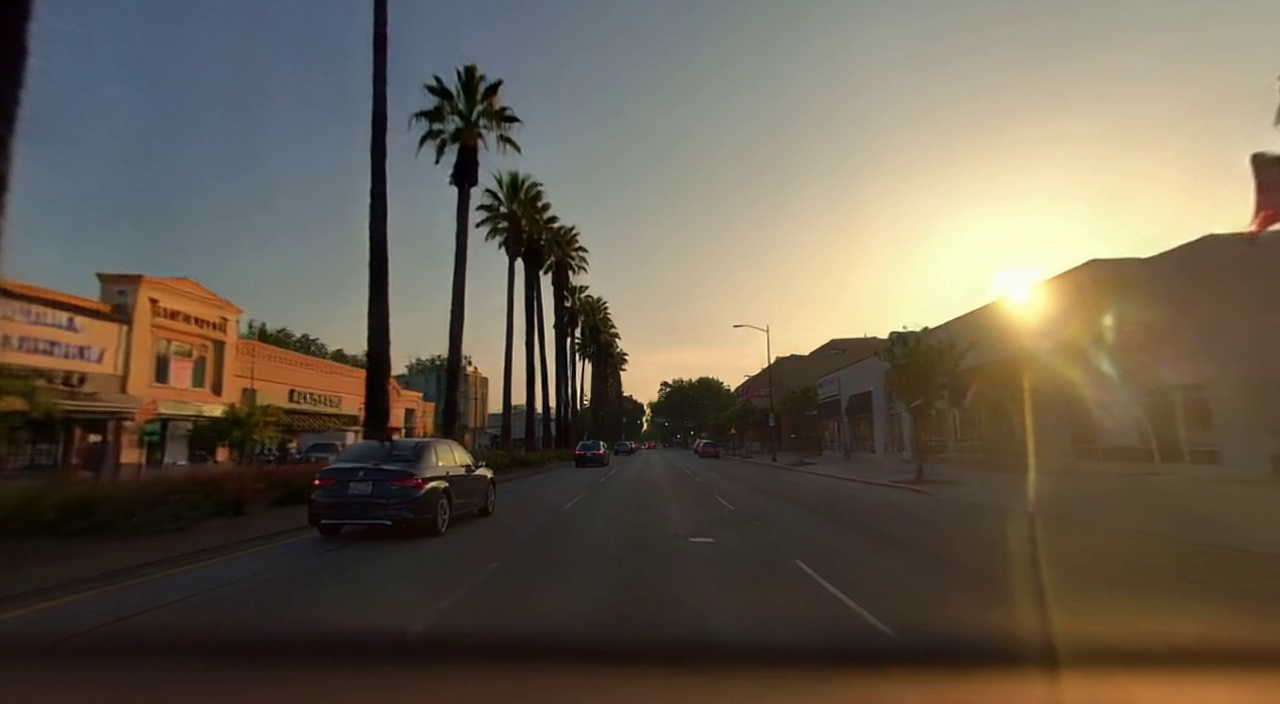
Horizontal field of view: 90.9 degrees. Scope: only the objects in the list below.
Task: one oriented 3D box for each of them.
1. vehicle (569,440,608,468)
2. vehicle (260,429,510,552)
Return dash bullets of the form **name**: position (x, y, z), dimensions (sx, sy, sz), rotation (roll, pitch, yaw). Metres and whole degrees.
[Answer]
- **vehicle**: position (-3.226, 6.484, 40.231), dimensions (2.024, 1.636, 4.121), rotation (0, -9, 1)
- **vehicle**: position (-3.626, 2.052, 10.074), dimensions (2.032, 1.511, 4.424), rotation (0, -9, 2)
